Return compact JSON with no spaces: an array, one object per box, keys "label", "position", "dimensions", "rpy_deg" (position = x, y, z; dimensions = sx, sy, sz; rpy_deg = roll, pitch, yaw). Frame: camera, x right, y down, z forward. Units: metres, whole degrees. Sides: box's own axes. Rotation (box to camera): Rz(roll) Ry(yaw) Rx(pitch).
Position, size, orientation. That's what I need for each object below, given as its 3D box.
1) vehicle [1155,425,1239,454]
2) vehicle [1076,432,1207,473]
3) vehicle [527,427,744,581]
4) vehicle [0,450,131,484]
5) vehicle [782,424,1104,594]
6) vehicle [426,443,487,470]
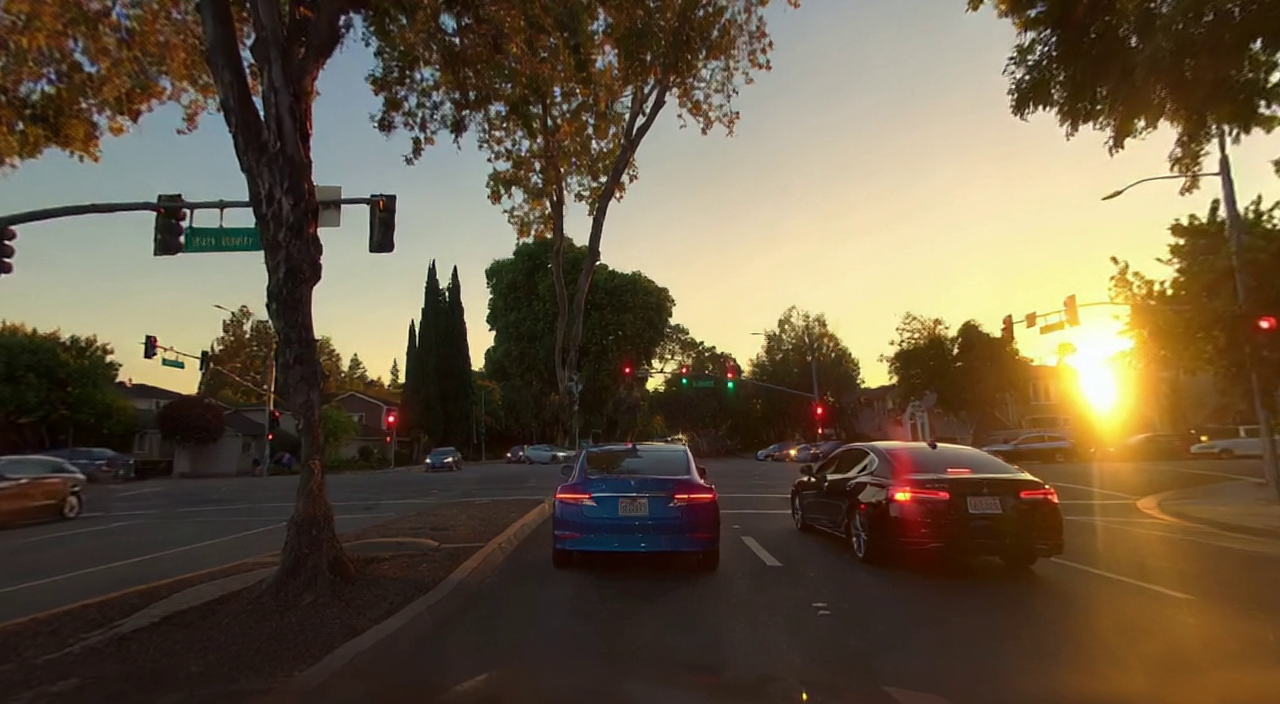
[{"label":"vehicle","position":[41.711,6.582,47.359],"dimensions":[4.388,2.079,1.960],"rpy_deg":[0,-8,-2]},{"label":"vehicle","position":[23.972,4.788,30.321],"dimensions":[4.520,1.762,2.005],"rpy_deg":[-2,-8,-1]},{"label":"vehicle","position":[-0.061,1.783,8.248],"dimensions":[2.103,1.478,4.073],"rpy_deg":[0,-8,-1]},{"label":"vehicle","position":[-28.174,5.614,31.058],"dimensions":[4.538,1.591,1.949],"rpy_deg":[0,-8,1]},{"label":"vehicle","position":[3.181,1.713,7.765],"dimensions":[1.913,1.505,4.097],"rpy_deg":[0,-8,0]},{"label":"vehicle","position":[-11.192,6.424,38.940],"dimensions":[2.102,1.531,5.072],"rpy_deg":[0,-8,1]}]
